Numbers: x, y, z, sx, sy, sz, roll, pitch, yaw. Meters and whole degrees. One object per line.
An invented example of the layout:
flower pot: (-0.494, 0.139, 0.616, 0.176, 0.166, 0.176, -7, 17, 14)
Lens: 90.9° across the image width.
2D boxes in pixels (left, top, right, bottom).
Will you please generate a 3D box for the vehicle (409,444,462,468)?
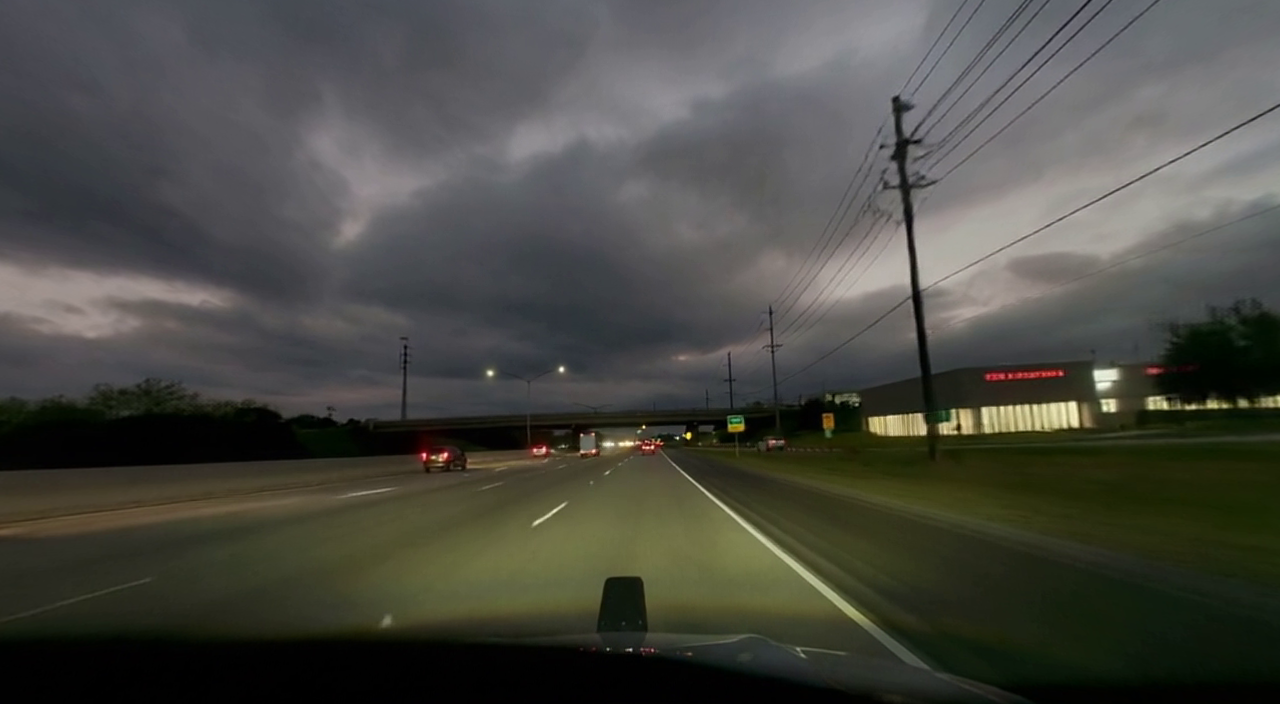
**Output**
vehicle: (-13.575, 6.900, 42.171, 1.988, 1.477, 4.442, 0, -8, 1)
